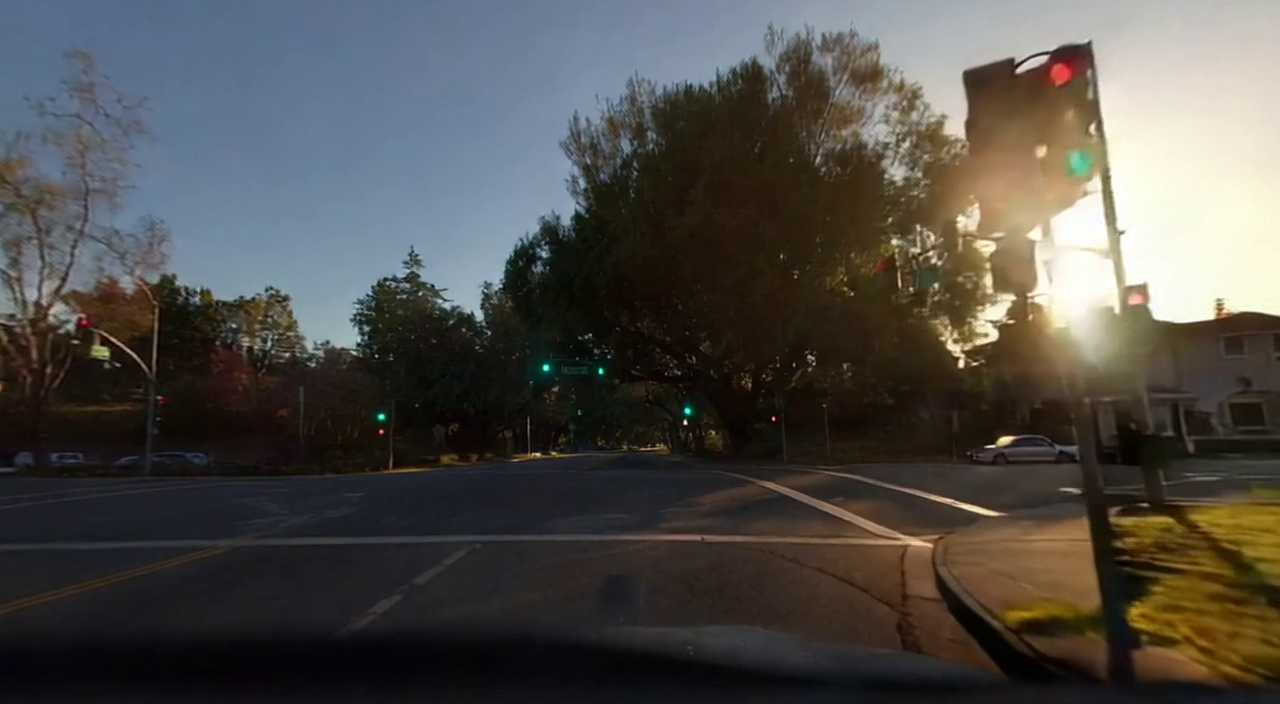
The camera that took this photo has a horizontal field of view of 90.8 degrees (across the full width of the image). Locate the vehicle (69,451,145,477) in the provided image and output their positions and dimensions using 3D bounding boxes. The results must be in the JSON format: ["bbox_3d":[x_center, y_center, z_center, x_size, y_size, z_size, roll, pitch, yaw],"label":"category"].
[{"bbox_3d":[-32.172,6.742,38.283,1.816,1.423,4.126,2,-9,-15],"label":"vehicle"}]

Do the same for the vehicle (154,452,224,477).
[{"bbox_3d":[-27.815,6.910,39.111,1.665,1.386,4.012,1,-9,-7],"label":"vehicle"}]

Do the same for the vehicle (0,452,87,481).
[{"bbox_3d":[-34.896,6.665,37.068,2.000,1.582,4.063,3,-9,-17],"label":"vehicle"}]

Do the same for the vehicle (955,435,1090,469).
[{"bbox_3d":[16.850,4.417,28.051,4.720,1.410,1.784,-1,-9,9],"label":"vehicle"}]
